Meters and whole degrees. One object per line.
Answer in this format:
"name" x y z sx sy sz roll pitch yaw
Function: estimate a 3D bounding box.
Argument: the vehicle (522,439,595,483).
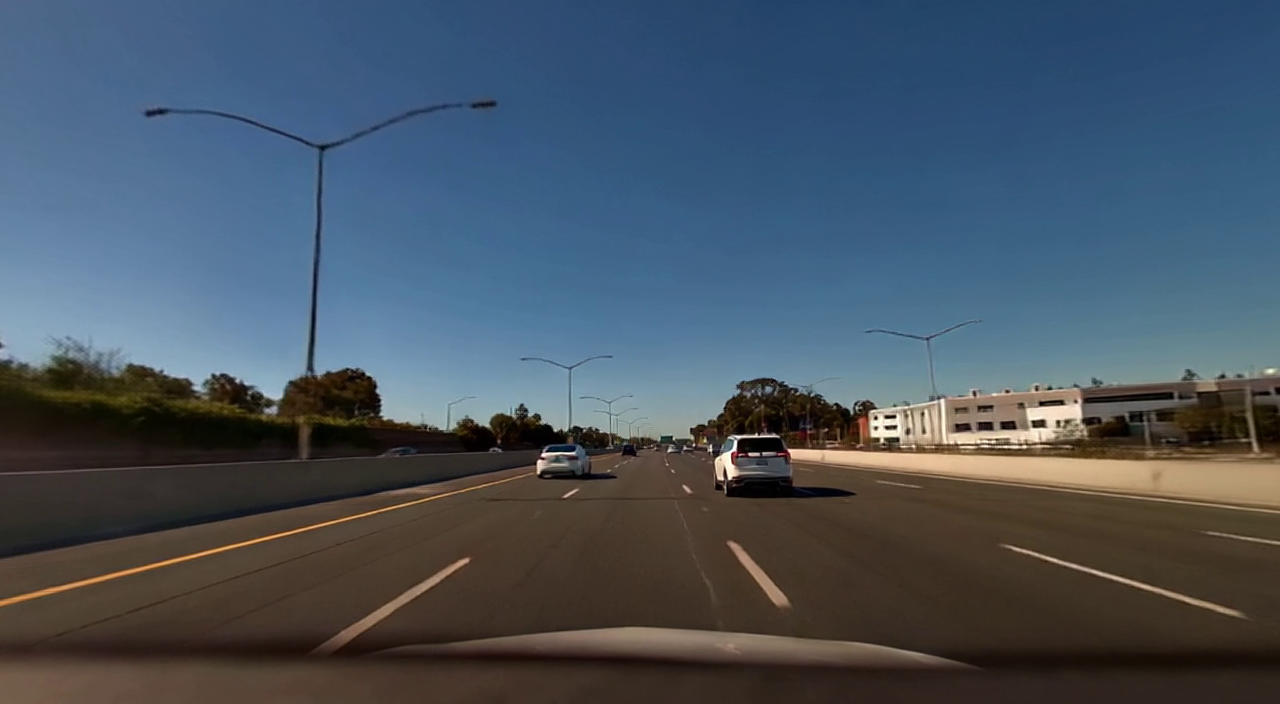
"vehicle" -3.073 4.240 24.879 2.080 1.542 4.718 -1 -8 2

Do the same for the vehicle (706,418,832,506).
"vehicle" 3.025 2.713 15.979 2.148 1.852 4.835 0 -8 0
